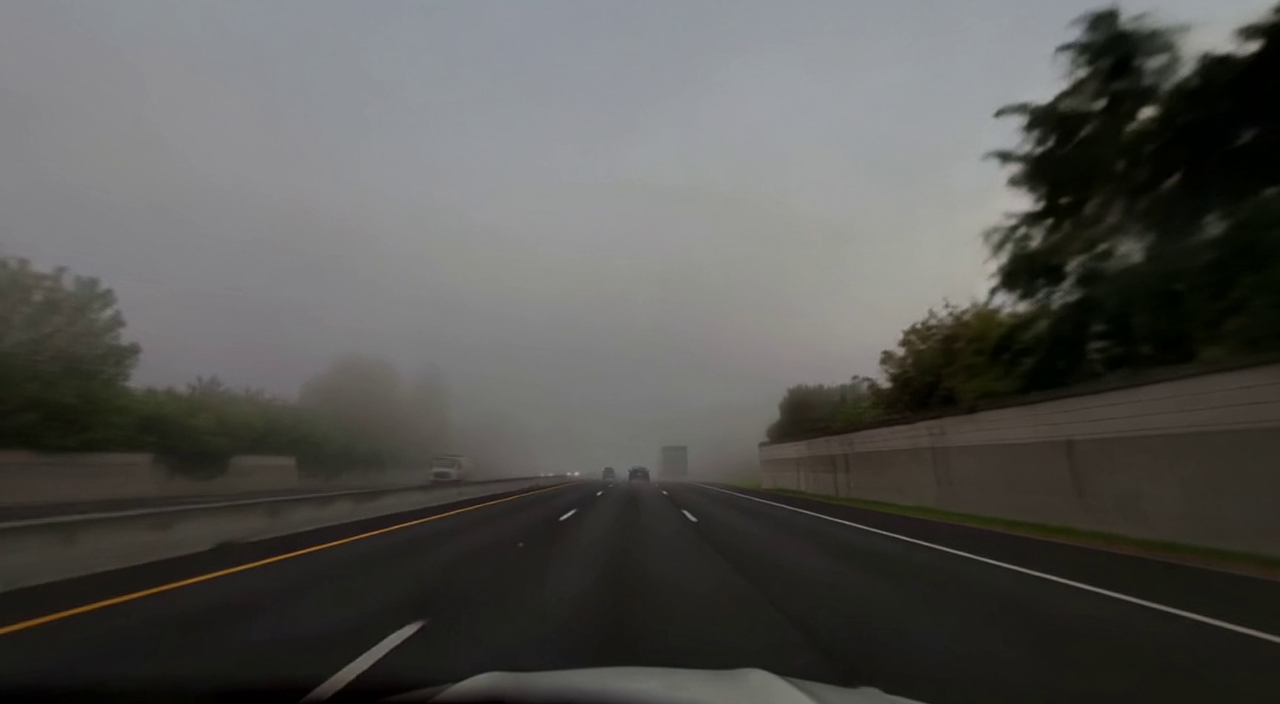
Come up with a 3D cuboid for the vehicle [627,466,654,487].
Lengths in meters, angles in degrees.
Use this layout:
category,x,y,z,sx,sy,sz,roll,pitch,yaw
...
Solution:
category,x,y,z,sx,sy,sz,roll,pitch,yaw
vehicle,0.037,9.592,48.586,2.015,1.478,3.920,1,-10,-1
